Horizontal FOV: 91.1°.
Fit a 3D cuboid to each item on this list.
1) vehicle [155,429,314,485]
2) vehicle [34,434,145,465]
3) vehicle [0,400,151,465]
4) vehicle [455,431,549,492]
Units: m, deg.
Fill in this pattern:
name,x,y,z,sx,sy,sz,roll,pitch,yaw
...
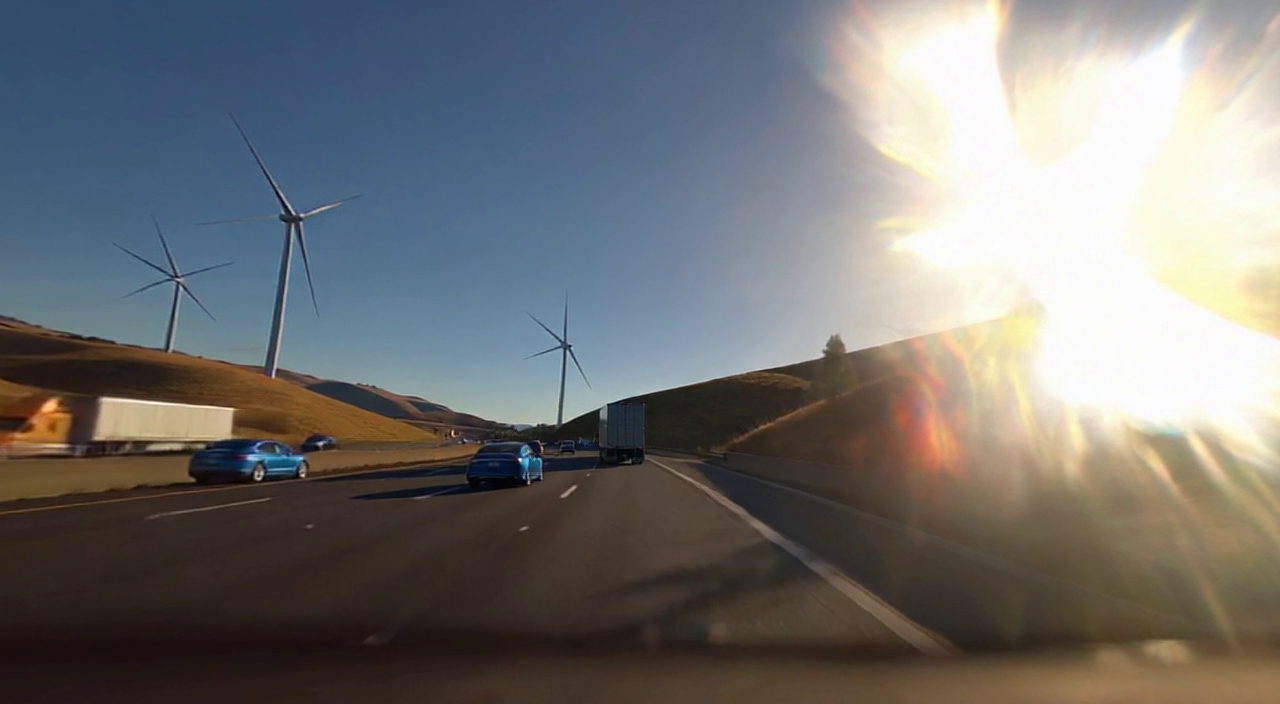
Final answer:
name,x,y,z,sx,sy,sz,roll,pitch,yaw
vehicle,-14.945,3.910,23.708,2.285,1.835,5.672,0,-8,-1
vehicle,-29.437,5.245,33.808,1.949,1.537,4.581,0,-8,-2
vehicle,-37.781,5.508,42.497,3.004,3.920,8.026,0,-8,-3
vehicle,-4.142,3.332,19.507,2.109,1.684,3.783,0,-8,-1
